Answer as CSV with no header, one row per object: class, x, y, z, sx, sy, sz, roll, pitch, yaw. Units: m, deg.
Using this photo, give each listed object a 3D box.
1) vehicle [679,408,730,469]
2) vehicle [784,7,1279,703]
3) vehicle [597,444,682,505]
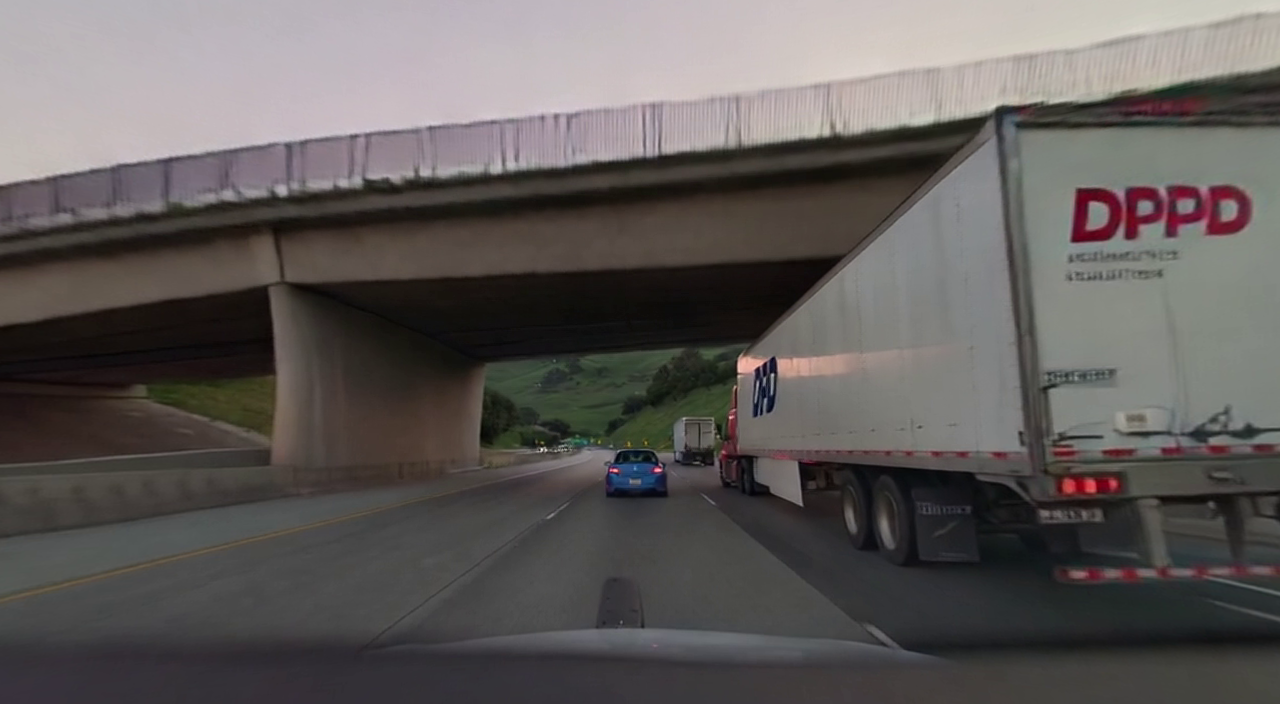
vehicle,4.537,6.425,46.319,2.801,4.039,8.684,0,-9,0
vehicle,4.163,0.490,7.638,2.802,3.956,8.291,0,-9,0
vehicle,-0.020,3.233,17.045,2.029,1.437,3.794,0,-9,0
